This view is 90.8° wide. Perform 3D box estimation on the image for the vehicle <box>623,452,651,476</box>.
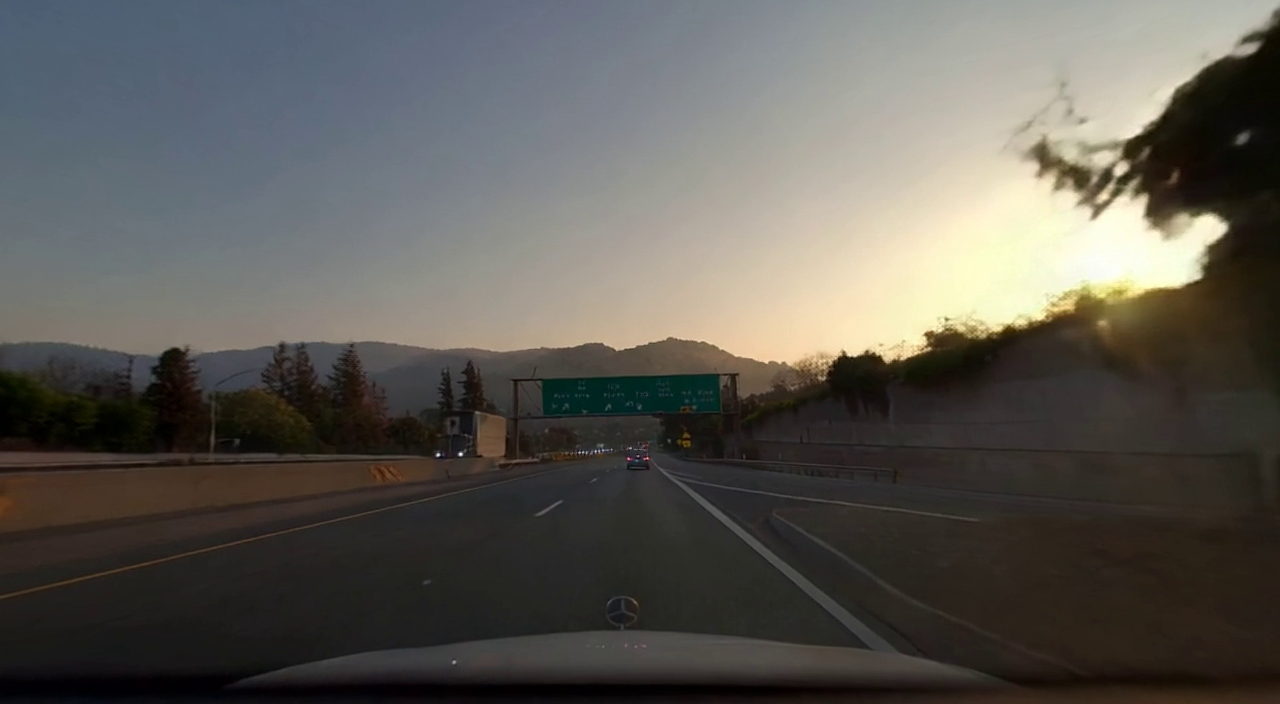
[{"bbox_3d":[-0.146,6.948,39.356,1.695,1.437,3.506,0,-9,1],"label":"vehicle"}]
